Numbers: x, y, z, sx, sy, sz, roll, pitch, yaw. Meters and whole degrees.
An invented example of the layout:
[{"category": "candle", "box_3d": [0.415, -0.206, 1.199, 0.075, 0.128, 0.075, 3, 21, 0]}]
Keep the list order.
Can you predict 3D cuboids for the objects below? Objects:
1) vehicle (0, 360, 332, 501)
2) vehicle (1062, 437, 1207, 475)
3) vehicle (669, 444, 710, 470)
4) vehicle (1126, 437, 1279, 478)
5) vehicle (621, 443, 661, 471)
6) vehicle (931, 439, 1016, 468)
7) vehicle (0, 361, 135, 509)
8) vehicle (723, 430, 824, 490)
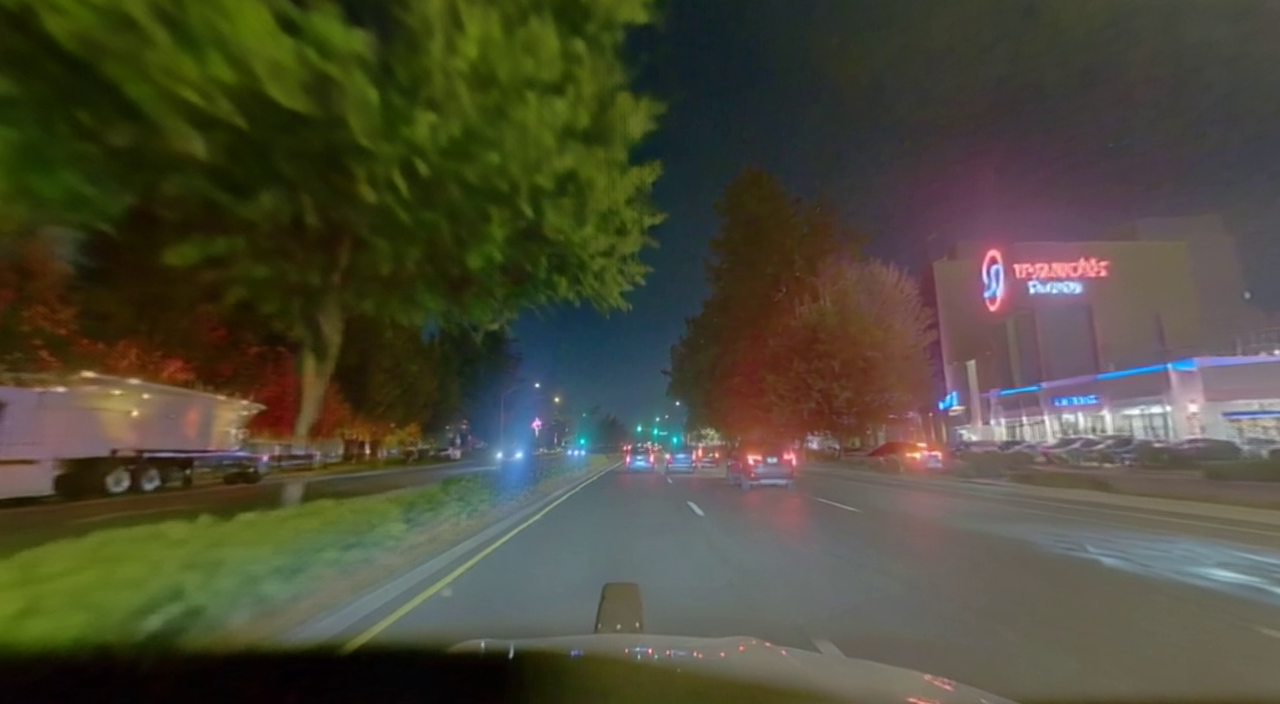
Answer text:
[{"category": "vehicle", "box_3d": [-18.879, 3.569, 27.040, 3.207, 4.202, 16.118, -1, -9, 0]}, {"category": "vehicle", "box_3d": [20.217, 4.255, 25.946, 4.360, 1.383, 1.960, -1, -8, -3]}, {"category": "vehicle", "box_3d": [2.831, 6.093, 36.865, 1.970, 1.402, 3.756, 0, -9, -1]}, {"category": "vehicle", "box_3d": [20.867, 3.877, 23.352, 4.176, 1.386, 1.865, 0, -8, 0]}, {"category": "vehicle", "box_3d": [0.044, 5.666, 34.216, 2.056, 1.440, 3.798, 0, -9, 0]}, {"category": "vehicle", "box_3d": [20.904, 6.347, 39.659, 4.162, 1.546, 2.051, -1, -7, -5]}, {"category": "vehicle", "box_3d": [-19.106, 2.253, 17.216, 2.999, 4.017, 8.806, 0, -9, 2]}, {"category": "vehicle", "box_3d": [4.404, 3.657, 21.710, 2.140, 1.811, 4.593, 1, -9, -4]}]
